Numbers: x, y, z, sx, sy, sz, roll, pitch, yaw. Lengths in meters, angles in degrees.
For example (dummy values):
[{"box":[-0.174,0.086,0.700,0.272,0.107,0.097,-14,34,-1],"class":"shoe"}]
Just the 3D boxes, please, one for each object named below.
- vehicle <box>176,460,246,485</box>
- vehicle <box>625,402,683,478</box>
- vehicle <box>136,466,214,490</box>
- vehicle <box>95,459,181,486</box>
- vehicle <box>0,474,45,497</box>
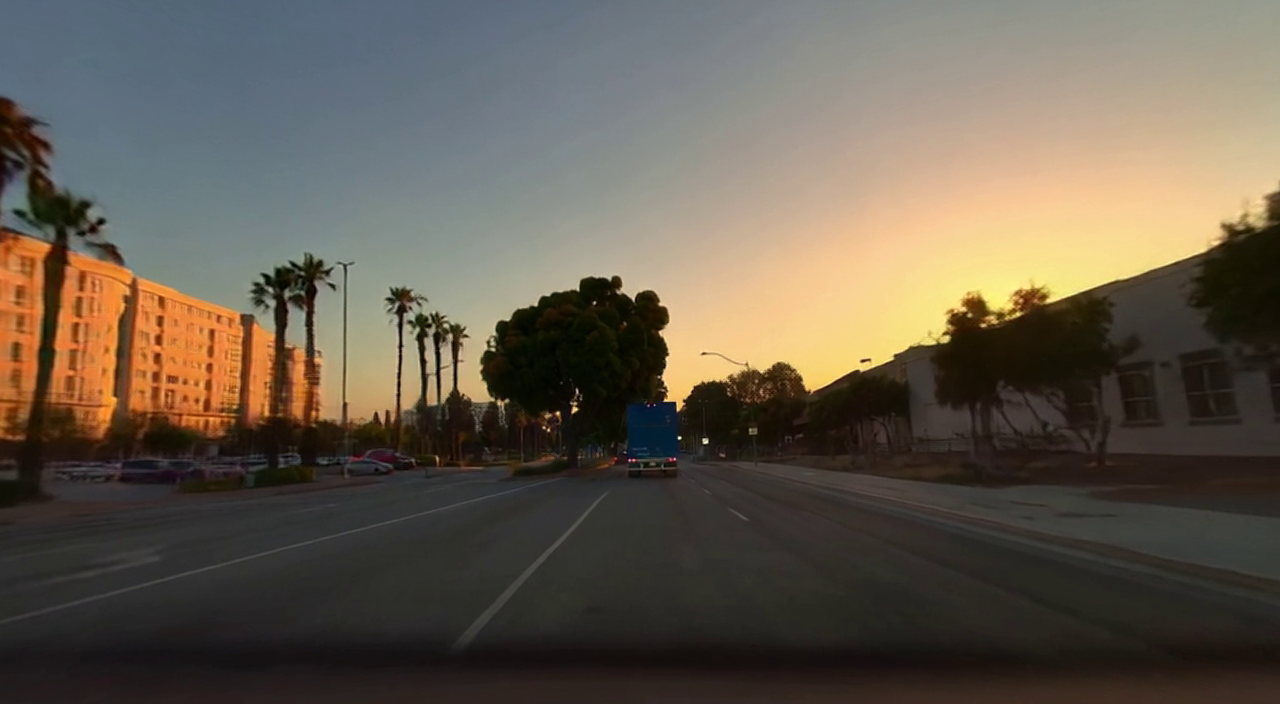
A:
[{"box":[-33.492,9.416,49.036,4.128,1.603,1.853,-3,-9,1],"class":"vehicle"},{"box":[0.619,5.469,38.440,2.992,3.949,11.815,0,-9,-1],"class":"vehicle"},{"box":[-34.002,9.208,45.981,4.296,1.513,1.825,0,-7,3],"class":"vehicle"},{"box":[-38.925,9.340,48.750,4.931,1.941,1.888,0,-9,0],"class":"vehicle"},{"box":[-48.033,10.100,47.589,1.720,1.512,4.058,0,-9,1],"class":"vehicle"}]
